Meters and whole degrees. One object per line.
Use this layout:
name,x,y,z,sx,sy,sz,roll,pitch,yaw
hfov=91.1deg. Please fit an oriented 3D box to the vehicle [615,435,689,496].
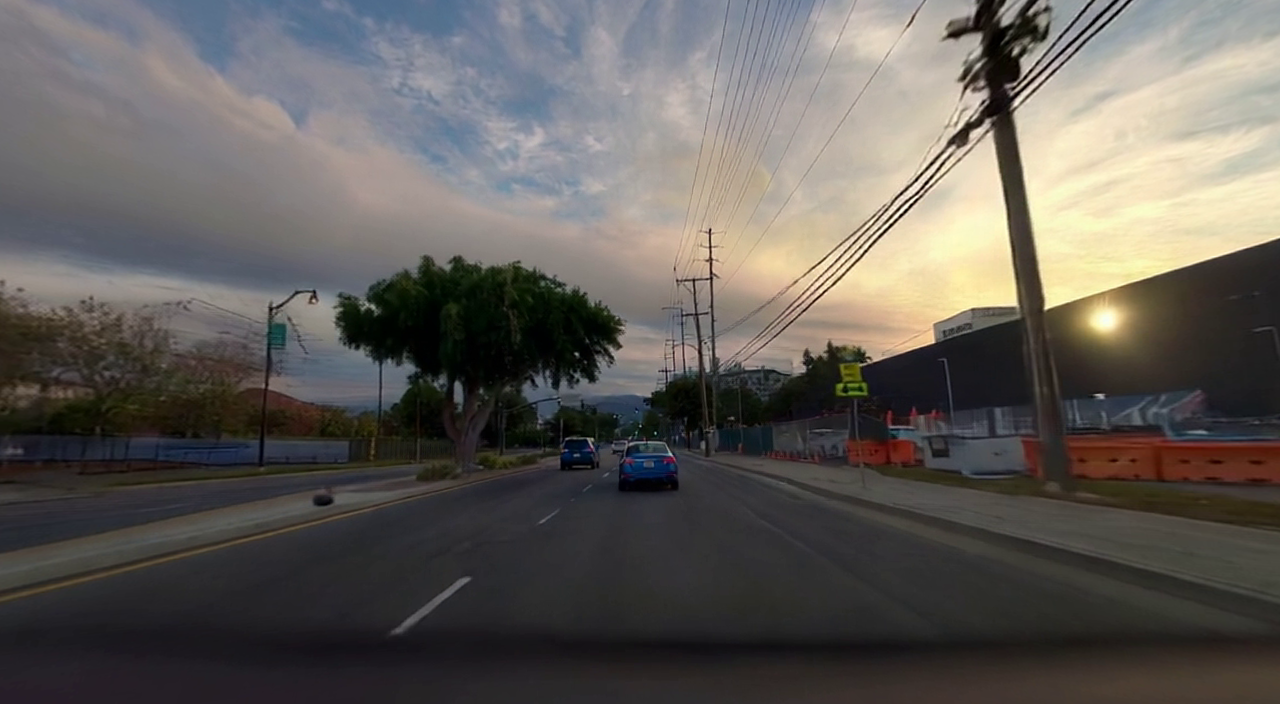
vehicle,0.324,3.480,19.620,2.059,1.691,3.980,0,-8,0

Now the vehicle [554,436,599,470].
vehicle,-3.588,5.815,36.407,2.078,1.804,4.387,0,-8,1
